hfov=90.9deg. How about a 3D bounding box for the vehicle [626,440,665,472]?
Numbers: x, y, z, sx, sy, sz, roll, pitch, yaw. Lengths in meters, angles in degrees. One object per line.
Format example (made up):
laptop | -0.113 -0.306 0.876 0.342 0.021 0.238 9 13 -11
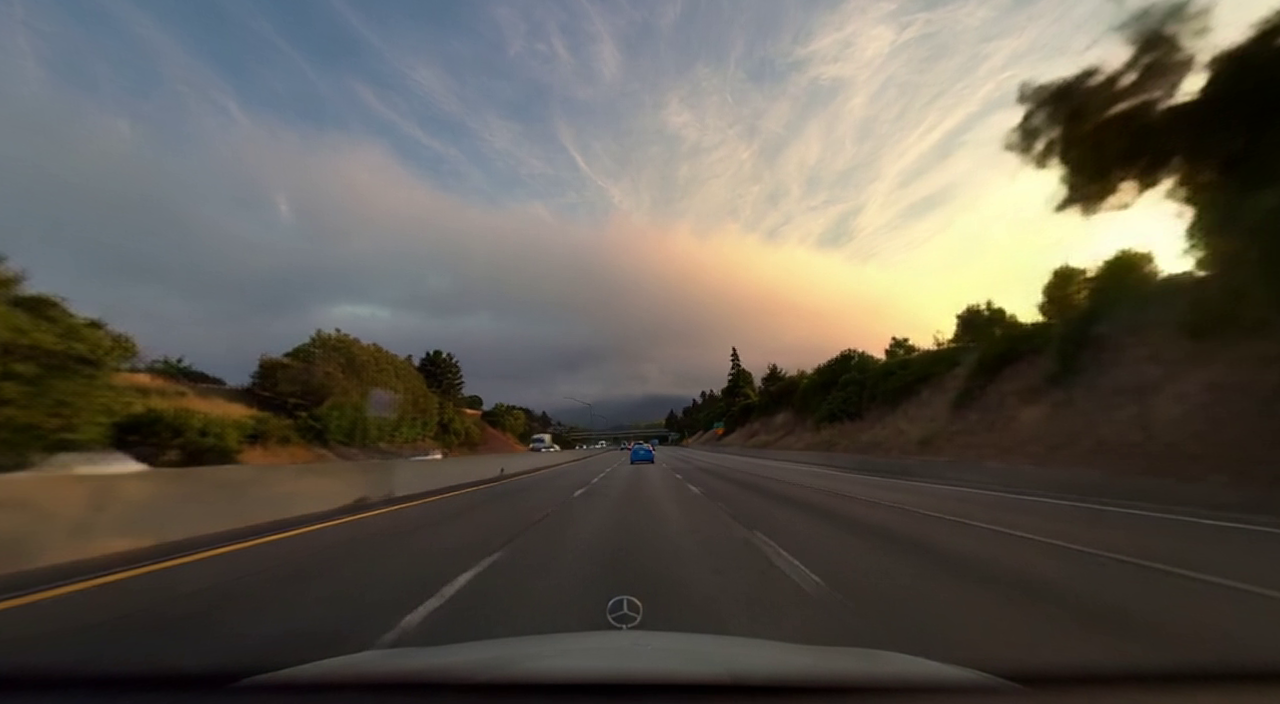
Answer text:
vehicle | 0.335 6.426 39.046 2.247 1.825 4.036 -1 -9 0

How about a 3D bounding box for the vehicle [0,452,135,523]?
vehicle | -15.323 3.340 15.864 1.898 1.564 3.965 -1 -9 0
